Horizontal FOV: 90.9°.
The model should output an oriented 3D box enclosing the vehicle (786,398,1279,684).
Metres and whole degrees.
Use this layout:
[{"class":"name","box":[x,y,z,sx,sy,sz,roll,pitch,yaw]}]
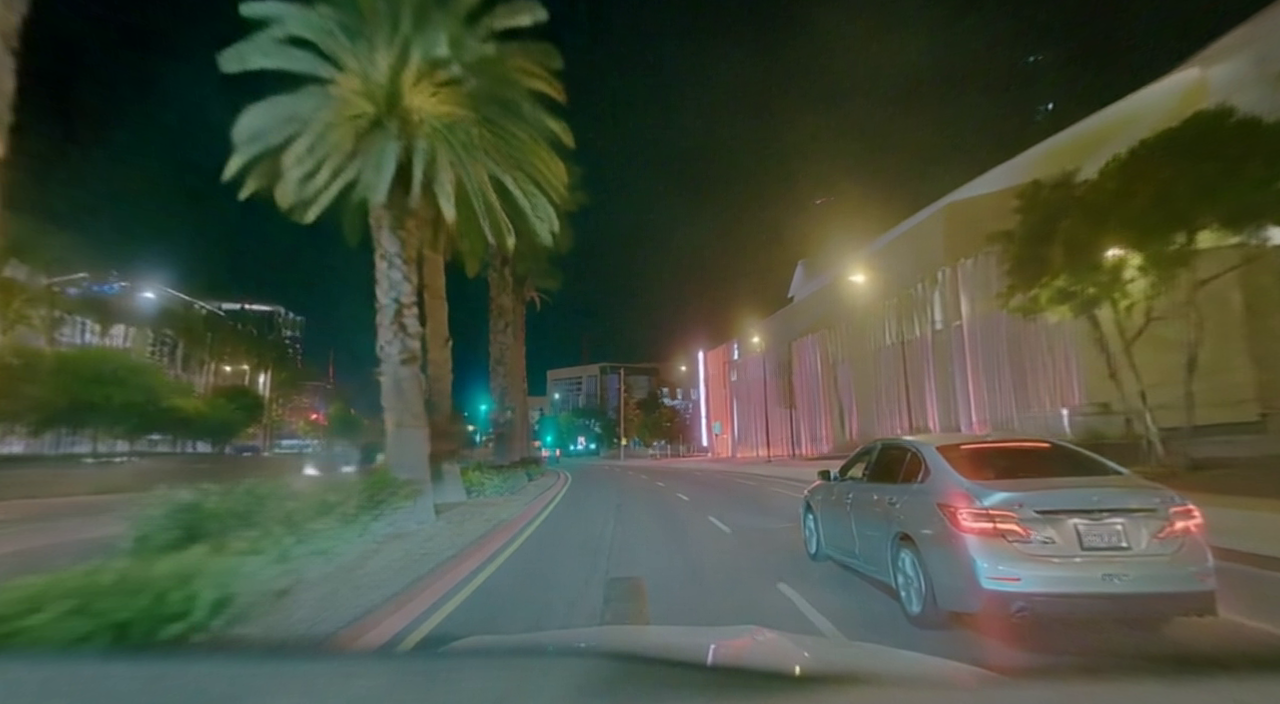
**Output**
[{"class":"vehicle","box":[2.806,1.354,5.694,1.867,1.554,4.301,0,-8,-1]}]
